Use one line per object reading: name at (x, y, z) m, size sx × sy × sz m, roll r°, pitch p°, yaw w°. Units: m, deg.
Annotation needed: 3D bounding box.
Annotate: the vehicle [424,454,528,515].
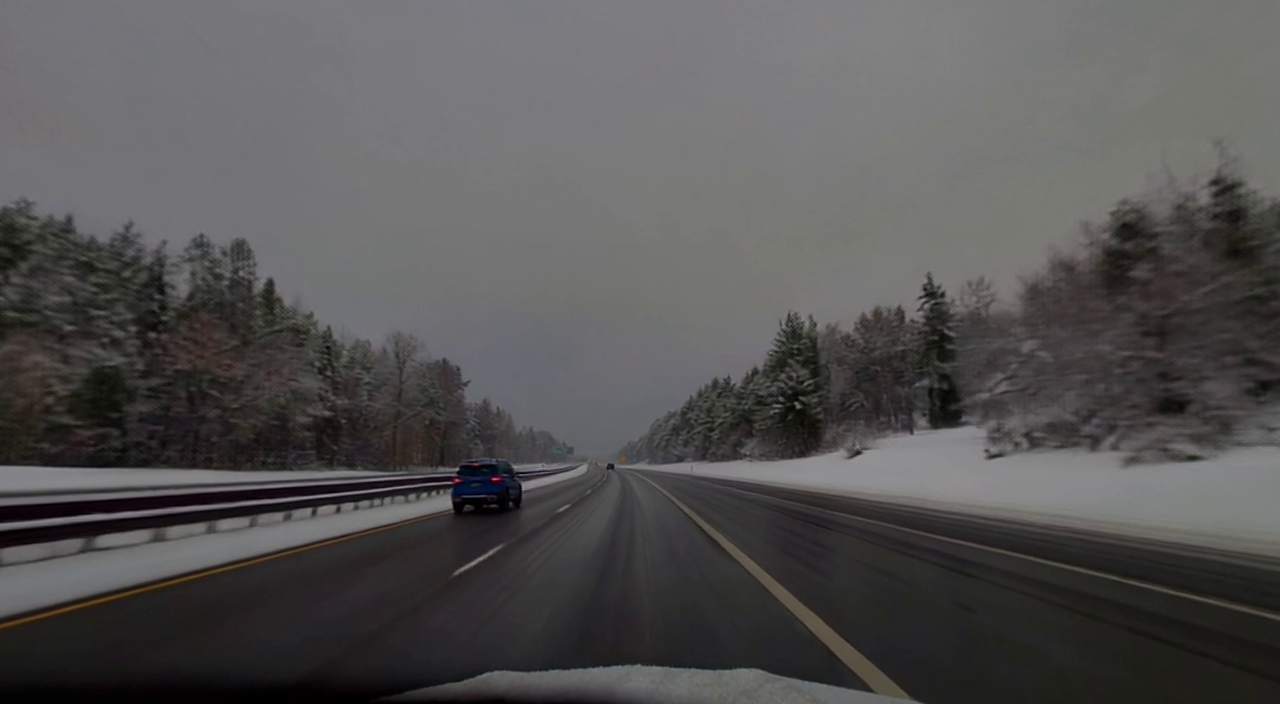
vehicle at (-4.658, 3.836, 18.510) m, size 2.025 × 1.584 × 3.657 m, roll 0°, pitch -10°, yaw 0°
